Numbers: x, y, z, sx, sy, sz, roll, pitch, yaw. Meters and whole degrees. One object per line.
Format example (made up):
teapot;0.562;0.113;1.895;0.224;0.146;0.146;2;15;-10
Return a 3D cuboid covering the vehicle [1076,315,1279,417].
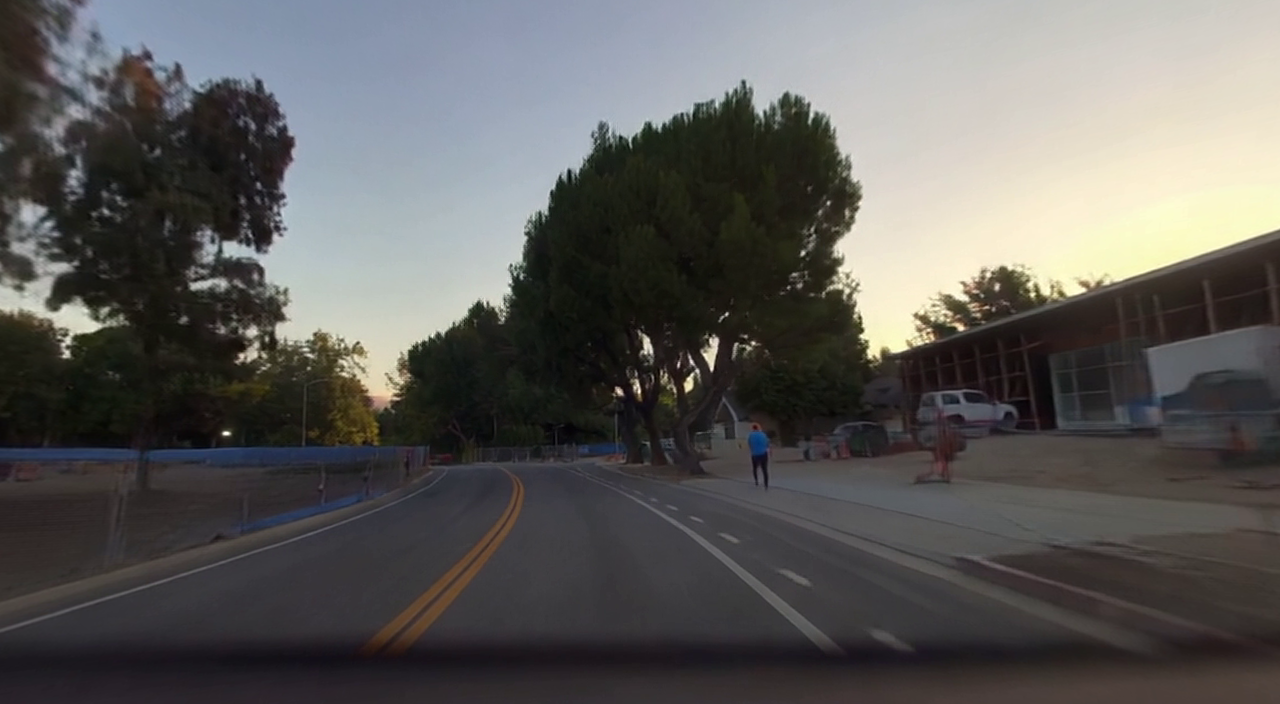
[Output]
vehicle;11.862;0.320;13.337;3.916;1.765;1.785;-3;-9;-4

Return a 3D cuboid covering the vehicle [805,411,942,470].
vehicle;9.693;3.678;26.302;5.021;1.930;2.119;-2;-9;-22

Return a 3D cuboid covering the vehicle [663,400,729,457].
vehicle;3.841;5.717;46.114;2.984;3.691;10.409;0;-9;-5

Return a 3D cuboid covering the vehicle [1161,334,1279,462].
vehicle;9.762;0.745;8.719;3.674;1.559;1.775;3;-10;-6

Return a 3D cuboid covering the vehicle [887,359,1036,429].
vehicle;10.691;1.472;21.069;4.180;1.880;2.028;6;-8;-17
